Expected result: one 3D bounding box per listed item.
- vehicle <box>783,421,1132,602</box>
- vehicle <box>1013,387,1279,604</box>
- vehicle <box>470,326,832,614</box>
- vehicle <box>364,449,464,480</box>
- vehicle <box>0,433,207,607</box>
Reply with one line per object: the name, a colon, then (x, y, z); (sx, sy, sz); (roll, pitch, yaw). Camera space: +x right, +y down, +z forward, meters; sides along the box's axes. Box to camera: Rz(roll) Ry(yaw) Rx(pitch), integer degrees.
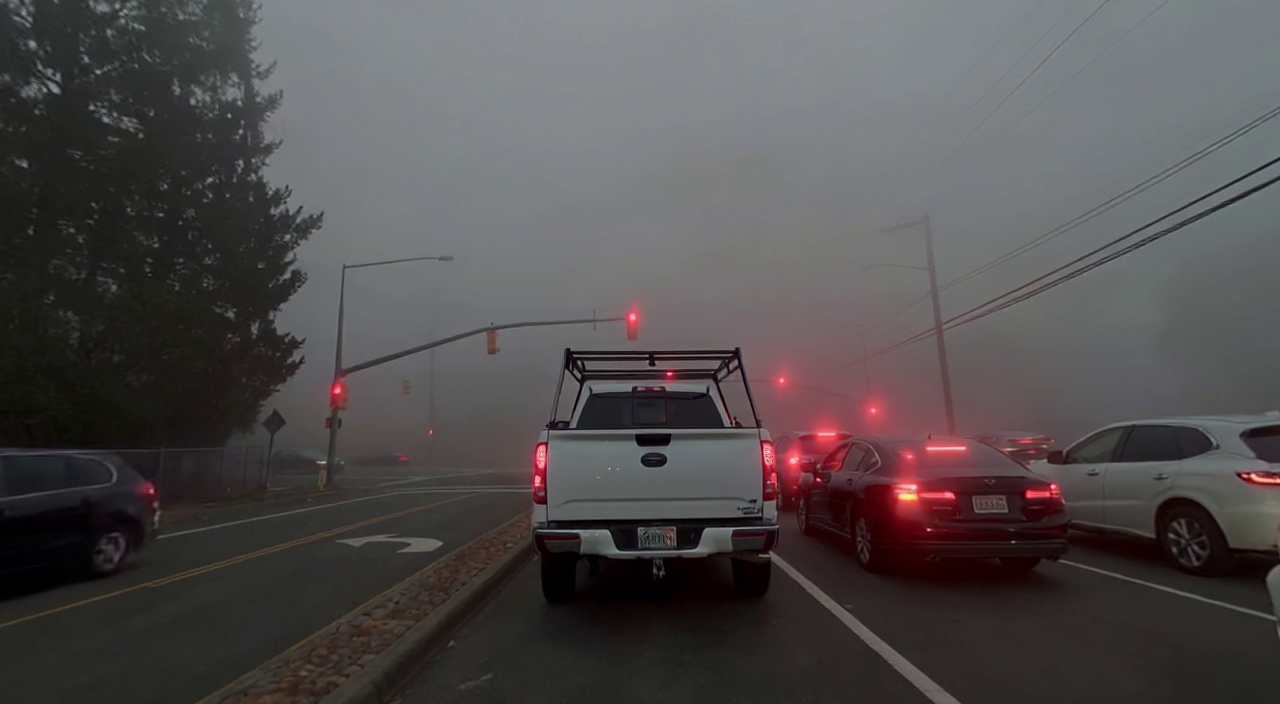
vehicle: (3.119, 1.638, 7.368); (1.993, 1.495, 4.060); (0, -8, 1)
vehicle: (6.156, 1.365, 6.468); (1.982, 1.727, 4.352); (0, -8, 1)
vehicle: (0.124, 1.364, 8.140); (2.831, 2.284, 6.149); (0, -8, 1)
vehicle: (-14.727, 7.313, 41.174); (5.749, 1.897, 2.186); (-1, -9, 10)
vehicle: (-7.456, 1.722, 6.697); (2.369, 1.690, 4.529); (0, -8, 2)
